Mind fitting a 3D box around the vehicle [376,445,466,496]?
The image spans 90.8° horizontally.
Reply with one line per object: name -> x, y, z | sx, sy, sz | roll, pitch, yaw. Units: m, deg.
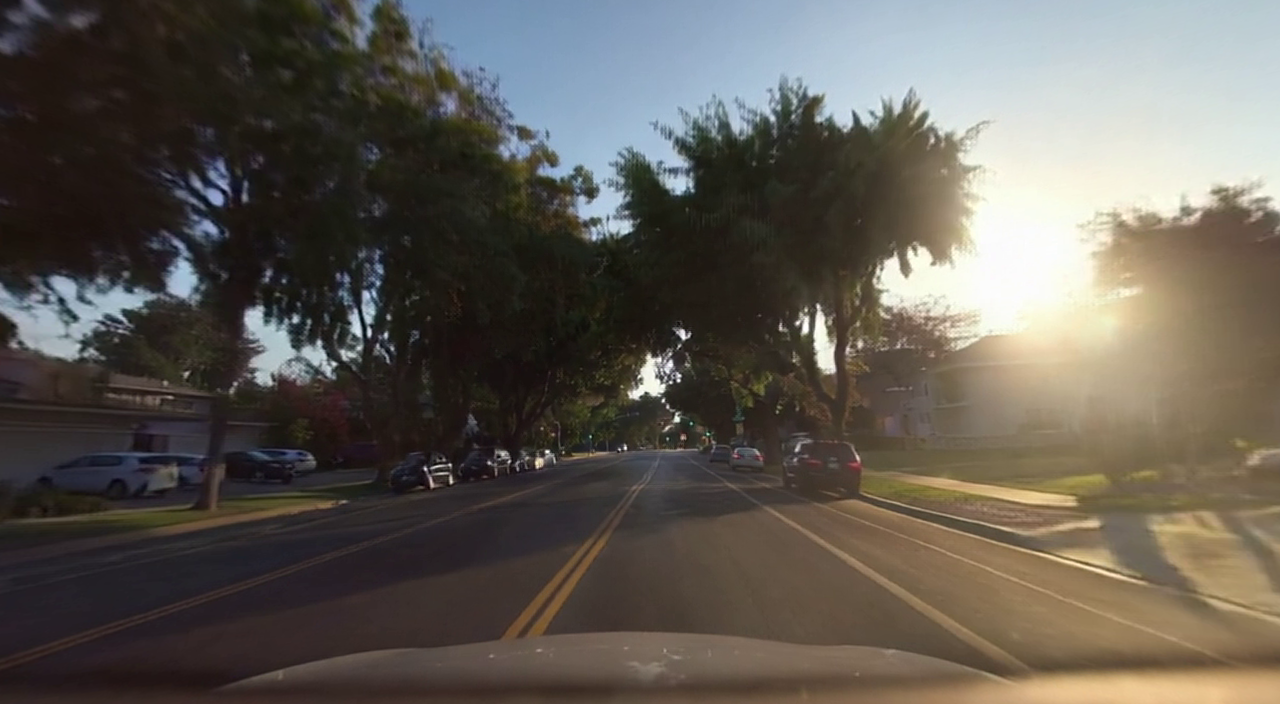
vehicle -> -9.138, 4.999, 26.829 | 2.117, 1.865, 4.570 | -2, -10, 2

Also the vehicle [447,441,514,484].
vehicle -> -8.790, 6.106, 35.277 | 2.225, 2.037, 5.158 | -3, -9, 2

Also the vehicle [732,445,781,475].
vehicle -> 6.226, 5.813, 34.235 | 1.908, 1.477, 4.920 | 0, -9, 2

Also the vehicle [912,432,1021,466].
vehicle -> 15.198, 4.533, 29.593 | 3.966, 1.500, 1.998 | 0, -8, 4

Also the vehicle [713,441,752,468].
vehicle -> 6.220, 6.957, 43.047 | 2.155, 1.668, 4.425 | 0, -9, 2

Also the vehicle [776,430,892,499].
vehicle -> 5.845, 3.441, 19.747 | 2.215, 1.886, 4.577 | 0, -9, 1

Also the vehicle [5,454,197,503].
vehicle -> -17.996, 4.214, 21.257 | 4.699, 1.476, 1.949 | 0, -9, 2
